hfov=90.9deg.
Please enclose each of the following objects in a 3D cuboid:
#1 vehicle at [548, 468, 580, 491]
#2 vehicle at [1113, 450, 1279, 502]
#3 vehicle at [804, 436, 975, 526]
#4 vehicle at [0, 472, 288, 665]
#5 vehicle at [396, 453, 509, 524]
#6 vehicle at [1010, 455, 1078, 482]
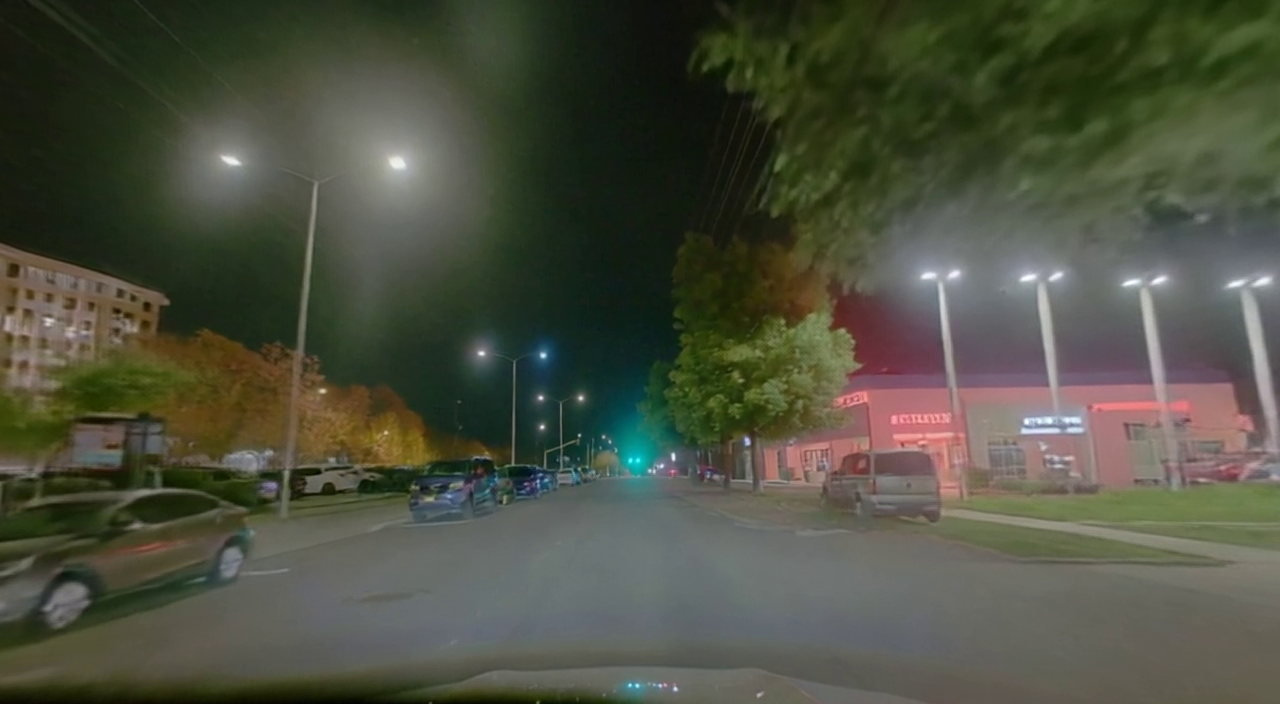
[{"bbox_3d":[-5.723,9.677,47.909,1.832,1.623,4.424,0,-11,1],"label":"vehicle"},{"bbox_3d":[18.015,4.045,20.526,1.794,1.486,3.983,0,-11,-6],"label":"vehicle"},{"bbox_3d":[5.688,3.062,15.193,2.054,1.779,4.650,1,-11,-2],"label":"vehicle"},{"bbox_3d":[-6.010,2.101,6.973,1.800,1.499,4.106,0,-11,0],"label":"vehicle"},{"bbox_3d":[-5.938,4.418,20.796,2.196,2.001,5.548,1,-11,-2],"label":"vehicle"},{"bbox_3d":[25.712,7.397,40.249,1.698,1.489,3.599,-4,-9,-4],"label":"vehicle"}]
